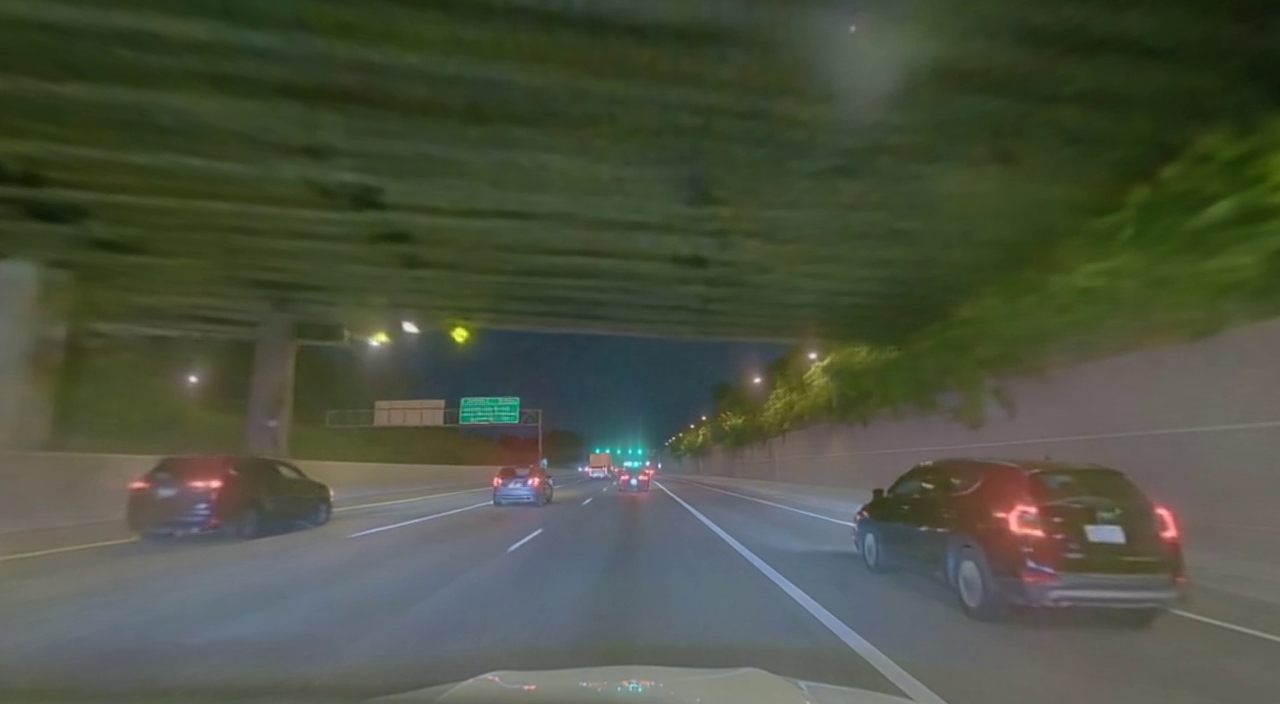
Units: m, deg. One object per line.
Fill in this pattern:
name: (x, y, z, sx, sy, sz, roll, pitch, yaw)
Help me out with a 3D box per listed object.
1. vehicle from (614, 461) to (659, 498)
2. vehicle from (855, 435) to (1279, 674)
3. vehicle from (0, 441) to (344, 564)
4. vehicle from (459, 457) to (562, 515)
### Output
vehicle: (-0.180, 6.052, 29.960, 1.992, 1.601, 3.762, 1, -11, 0)
vehicle: (3.888, 1.739, 6.296, 1.992, 1.557, 4.017, 1, -11, -1)
vehicle: (-7.229, 2.398, 10.600, 2.142, 1.545, 4.708, 1, -11, 0)
vehicle: (-3.801, 4.072, 19.421, 2.102, 1.521, 4.687, 1, -11, 1)
